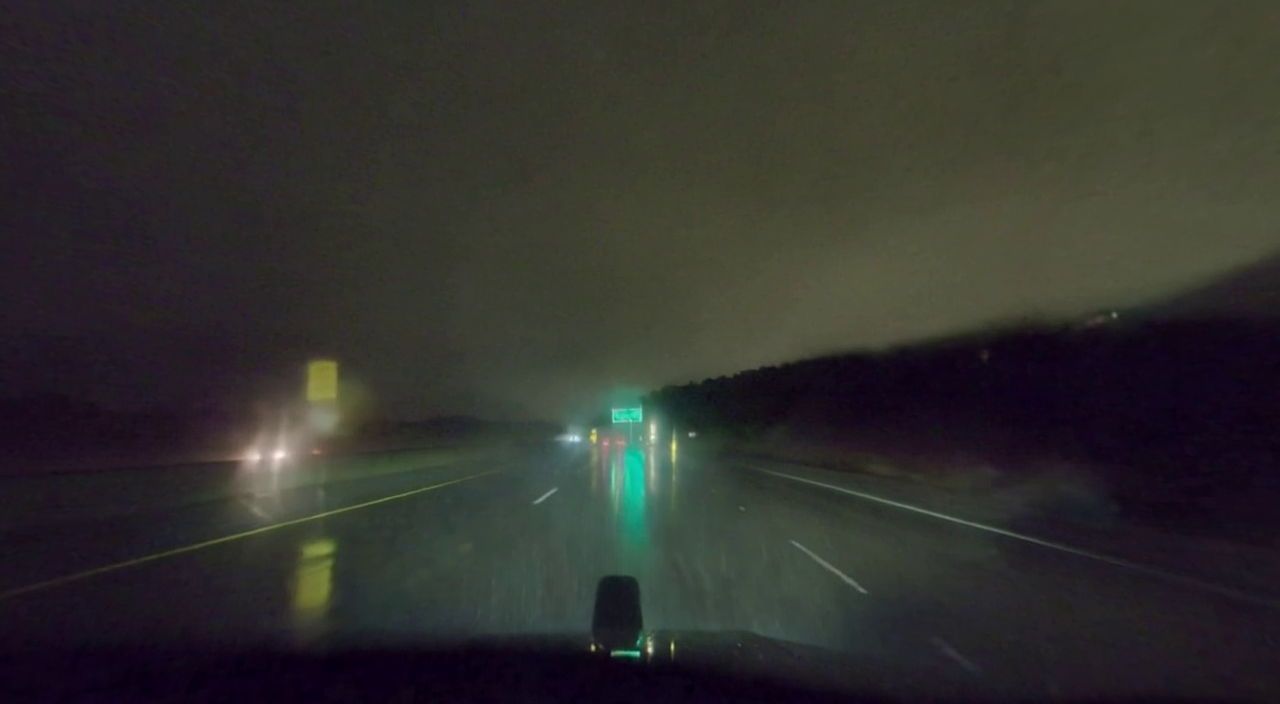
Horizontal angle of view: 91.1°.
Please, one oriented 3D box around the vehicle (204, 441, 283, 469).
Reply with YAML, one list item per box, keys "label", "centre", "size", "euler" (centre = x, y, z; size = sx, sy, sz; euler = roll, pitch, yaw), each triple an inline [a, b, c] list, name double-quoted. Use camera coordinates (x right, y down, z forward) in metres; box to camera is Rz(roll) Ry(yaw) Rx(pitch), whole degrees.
- label: "vehicle"
  centre: [-23.750, 6.172, 37.888]
  size: [1.963, 1.533, 4.321]
  euler: [0, -8, -1]
